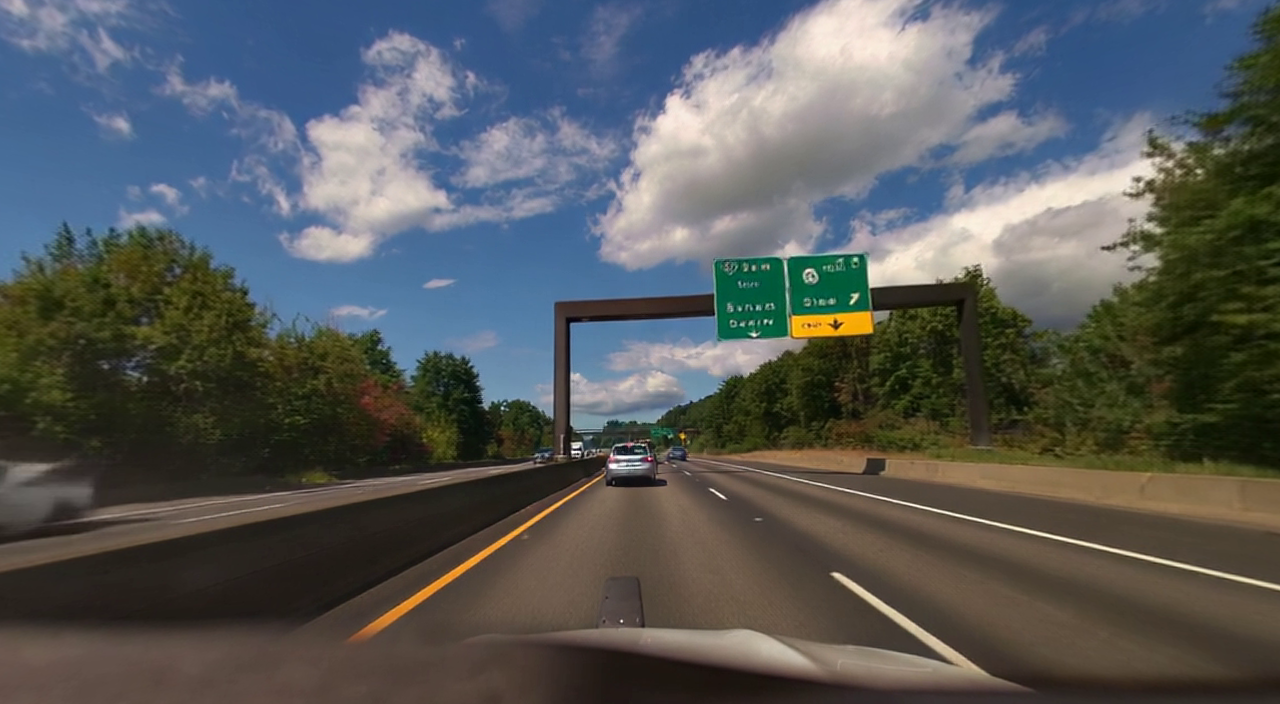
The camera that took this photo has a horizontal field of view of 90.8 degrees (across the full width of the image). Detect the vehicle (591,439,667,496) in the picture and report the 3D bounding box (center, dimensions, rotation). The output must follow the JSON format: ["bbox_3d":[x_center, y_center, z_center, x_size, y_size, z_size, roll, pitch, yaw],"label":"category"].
[{"bbox_3d":[-0.307,3.332,18.497,2.003,1.490,3.636,0,-9,0],"label":"vehicle"}]
